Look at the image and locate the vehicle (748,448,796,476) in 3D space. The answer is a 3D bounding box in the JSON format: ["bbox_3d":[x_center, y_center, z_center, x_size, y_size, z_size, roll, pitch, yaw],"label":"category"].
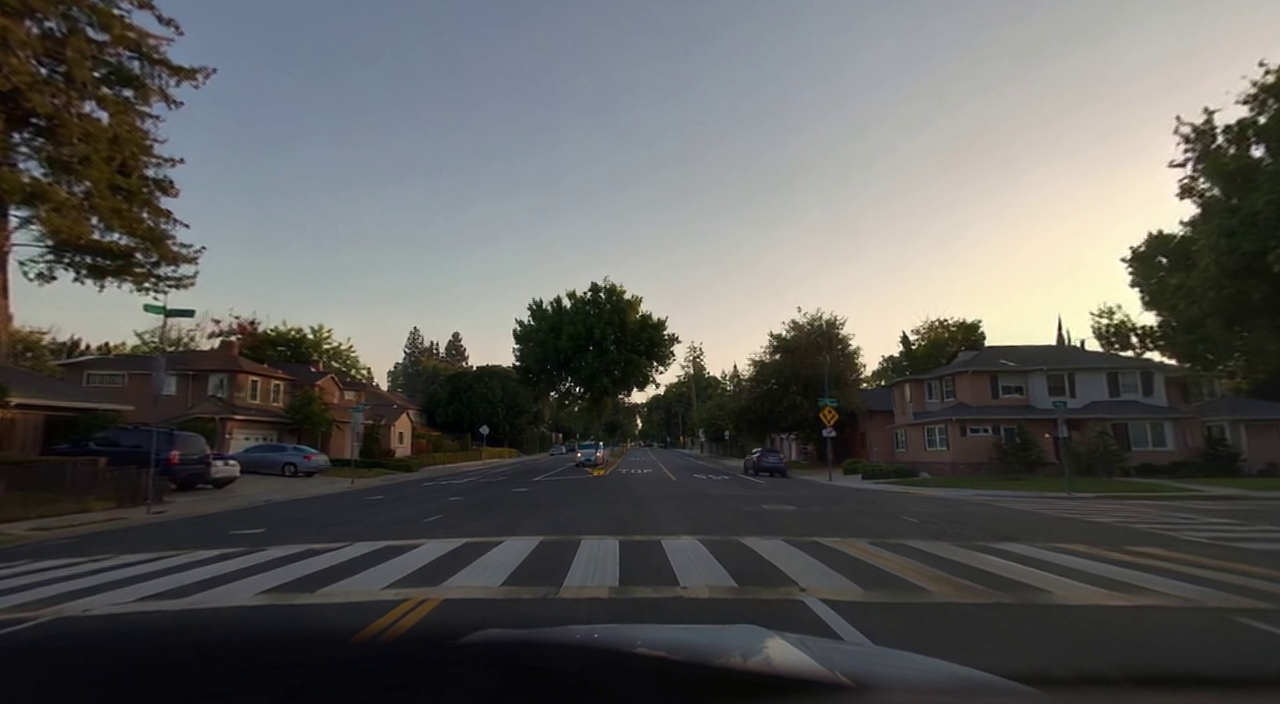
[{"bbox_3d":[7.993,6.703,38.693,2.029,1.554,4.705,0,-9,1],"label":"vehicle"}]

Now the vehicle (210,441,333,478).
[{"bbox_3d":[-17.961,5.251,30.959,4.743,1.734,1.994,0,-9,-1],"label":"vehicle"}]

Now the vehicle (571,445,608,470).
[{"bbox_3d":[-3.130,6.661,40.054,2.014,1.499,3.999,0,-9,0],"label":"vehicle"}]

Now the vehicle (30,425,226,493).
[{"bbox_3d":[-17.915,3.749,22.337,4.800,2.259,2.303,0,-9,-1],"label":"vehicle"}]
